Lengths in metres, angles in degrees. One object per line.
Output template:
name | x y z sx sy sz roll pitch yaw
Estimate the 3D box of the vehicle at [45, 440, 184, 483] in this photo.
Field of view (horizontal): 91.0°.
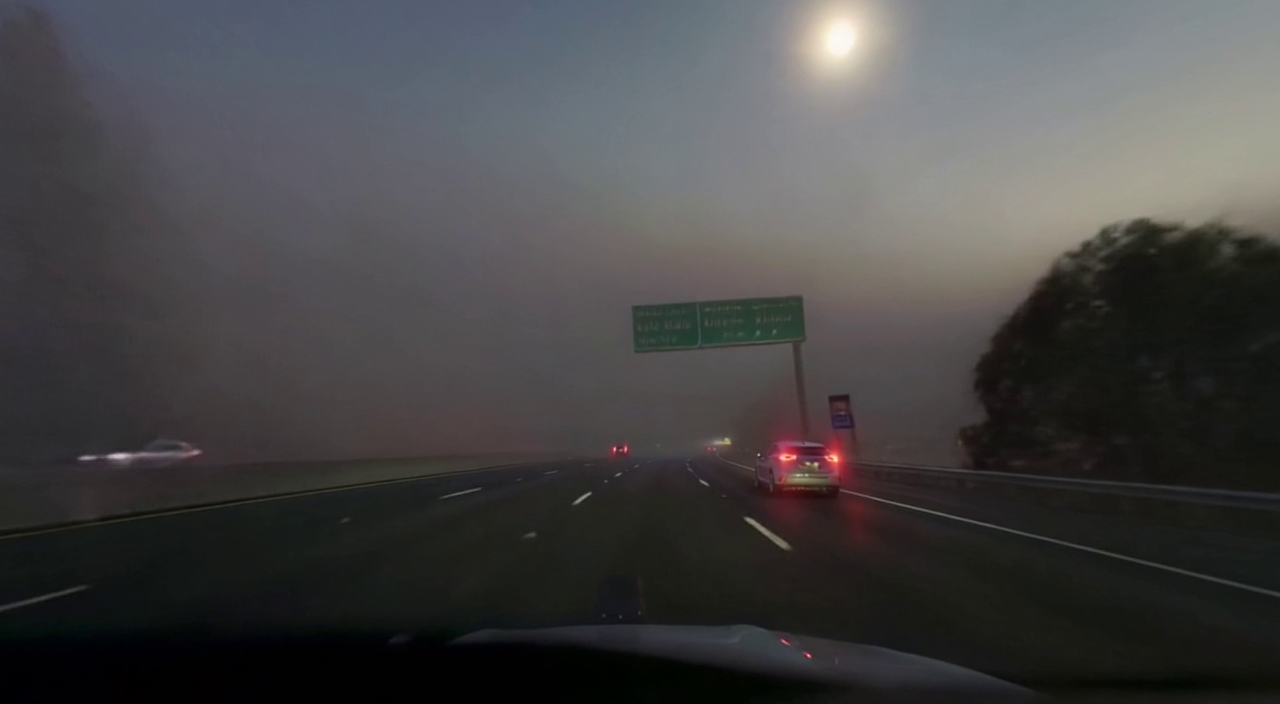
vehicle | -22.890 4.761 27.717 1.943 1.701 4.638 -1 -9 3
